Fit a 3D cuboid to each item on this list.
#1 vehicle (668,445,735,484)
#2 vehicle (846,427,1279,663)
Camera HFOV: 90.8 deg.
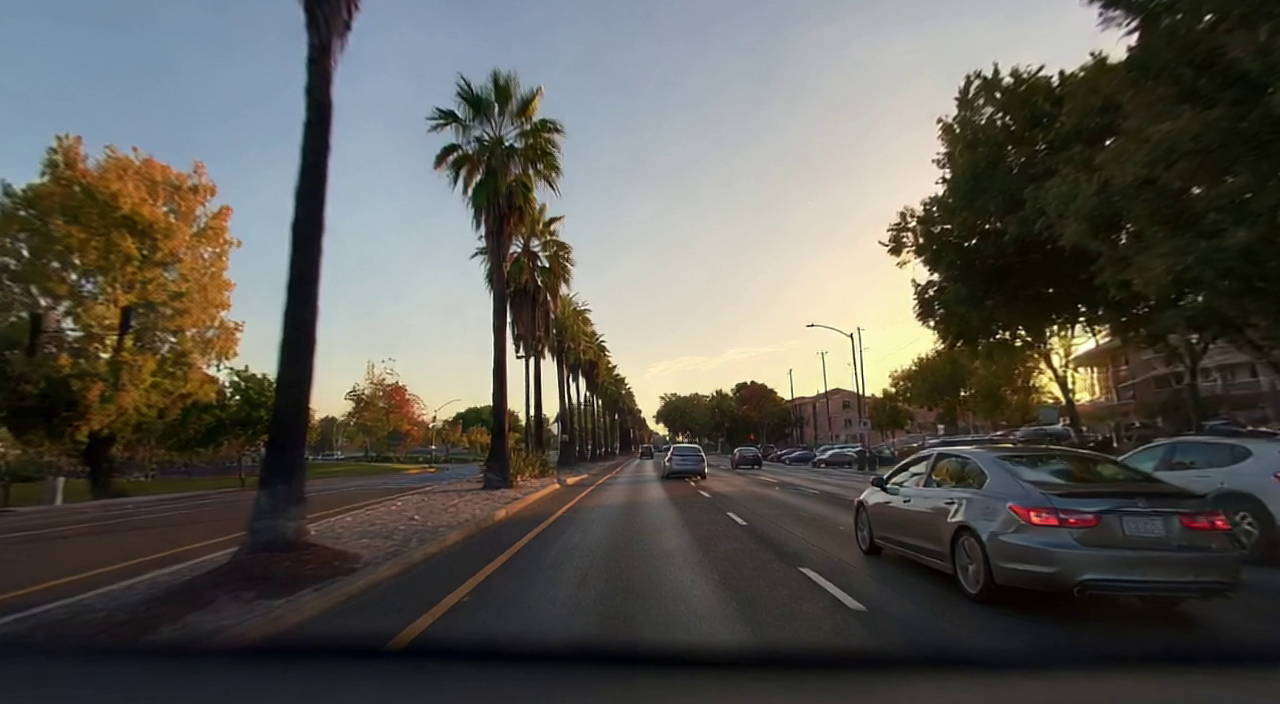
[{"bbox_3d":[2.394,4.513,25.744,2.031,1.444,4.361,0,-8,-4],"label":"vehicle"},{"bbox_3d":[3.760,1.541,6.254,1.875,1.452,4.453,0,-8,-1],"label":"vehicle"}]
